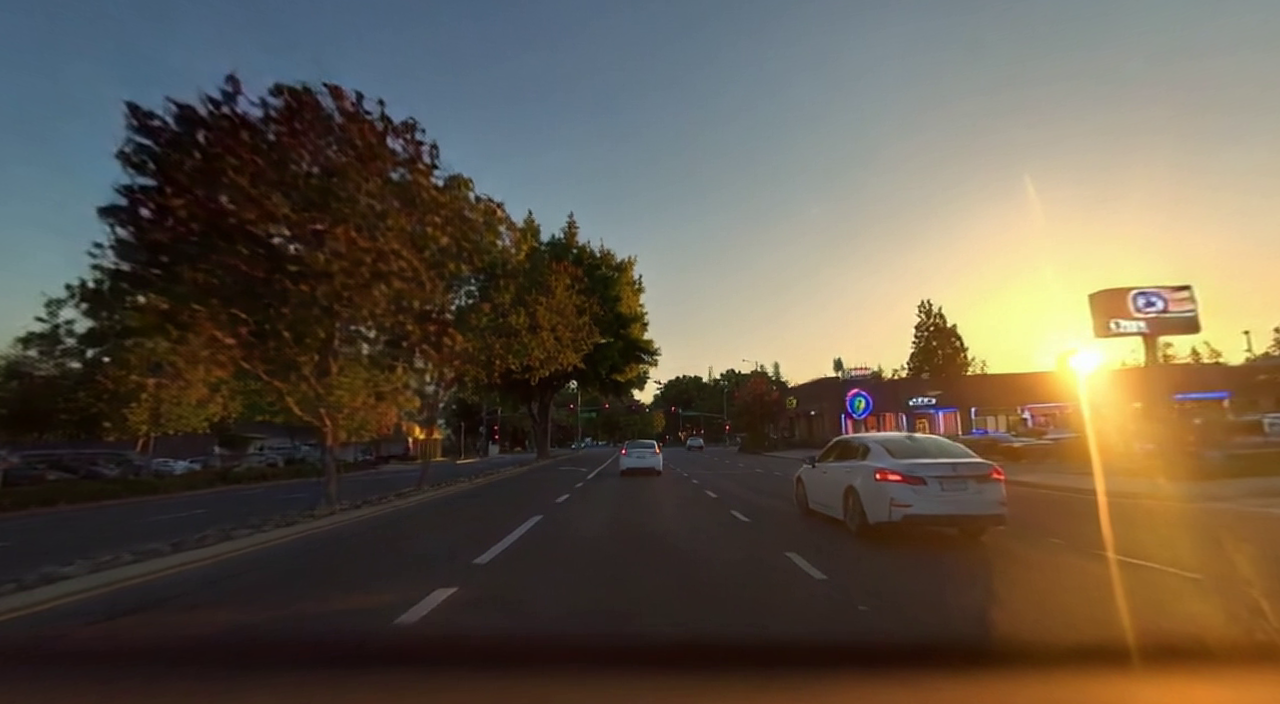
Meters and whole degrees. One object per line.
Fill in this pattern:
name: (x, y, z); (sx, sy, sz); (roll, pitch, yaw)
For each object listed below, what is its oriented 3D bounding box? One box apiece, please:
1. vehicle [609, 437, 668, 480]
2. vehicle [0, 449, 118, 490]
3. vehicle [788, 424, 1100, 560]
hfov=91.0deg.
vehicle: (-0.087, 3.908, 23.404); (1.998, 1.452, 3.773); (0, -8, -1)
vehicle: (-27.394, 5.393, 29.086); (4.698, 1.780, 2.032); (0, -8, 1)
vehicle: (3.884, 1.880, 9.276); (2.153, 1.456, 4.705); (0, -8, -1)
